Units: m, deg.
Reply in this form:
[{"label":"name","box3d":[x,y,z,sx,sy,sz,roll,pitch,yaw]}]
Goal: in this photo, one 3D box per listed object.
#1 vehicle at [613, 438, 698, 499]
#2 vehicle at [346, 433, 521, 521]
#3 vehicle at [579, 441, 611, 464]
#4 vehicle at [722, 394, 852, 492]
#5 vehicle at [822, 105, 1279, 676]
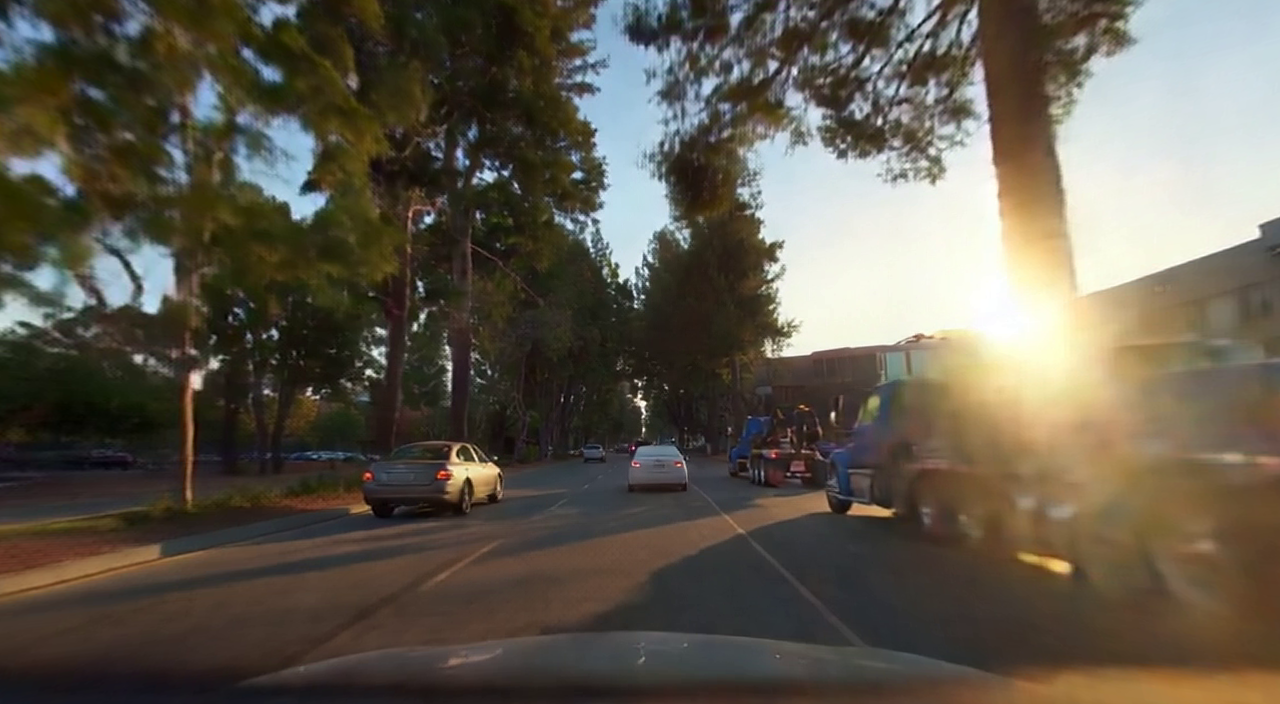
[{"label":"vehicle","box3d":[0.386,3.164,17.527,2.086,1.466,4.026,0,-8,0]},{"label":"vehicle","box3d":[-4.064,2.540,13.415,2.003,1.507,4.808,0,-8,1]},{"label":"vehicle","box3d":[-3.472,7.789,48.971,2.062,1.641,4.193,0,-8,2]},{"label":"vehicle","box3d":[5.533,3.685,25.691,3.089,3.258,8.841,0,-8,0]},{"label":"vehicle","box3d":[5.595,0.966,8.958,2.867,3.600,11.047,0,-8,1]}]
